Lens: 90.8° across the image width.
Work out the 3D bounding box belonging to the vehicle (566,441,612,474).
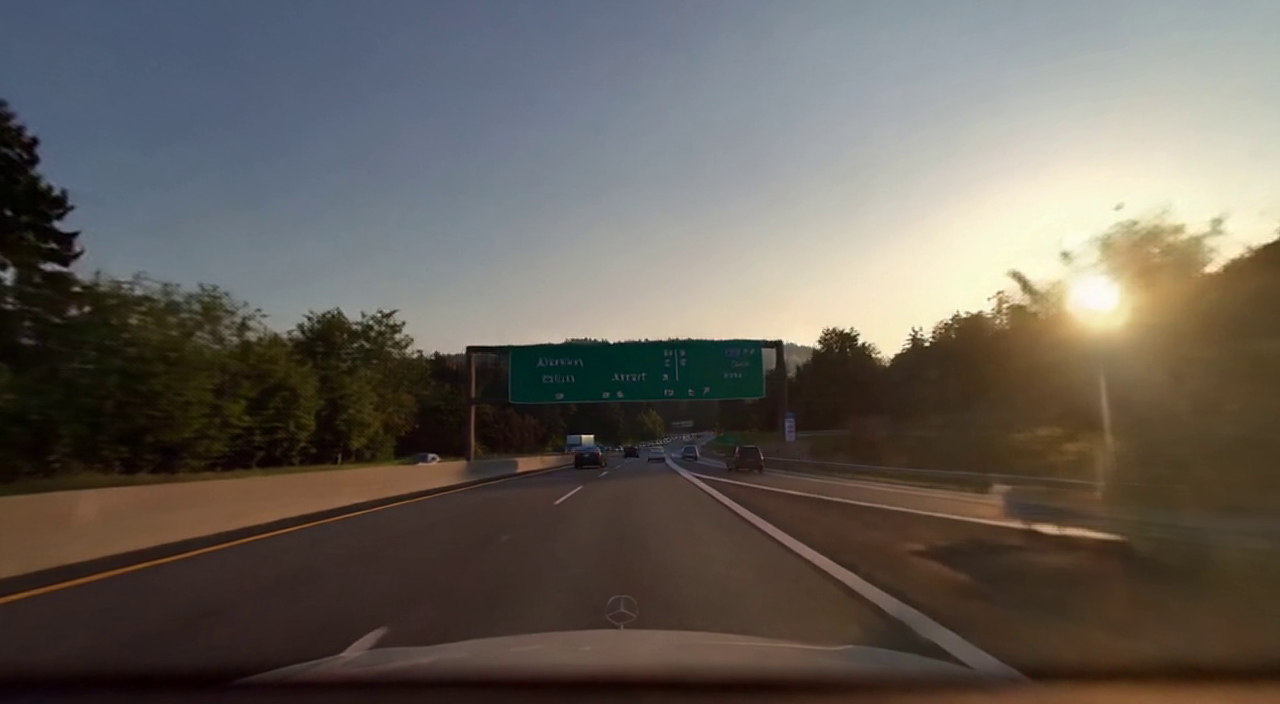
[{"bbox_3d":[-2.714,5.739,34.498,2.037,1.638,4.274,0,-9,1],"label":"vehicle"}]

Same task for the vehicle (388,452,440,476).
[{"bbox_3d":[-15.343,7.621,43.085,1.861,1.466,4.266,0,-9,1],"label":"vehicle"}]

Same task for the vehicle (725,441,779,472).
[{"bbox_3d":[6.279,5.893,35.896,2.021,1.639,4.203,0,-9,-3],"label":"vehicle"}]
